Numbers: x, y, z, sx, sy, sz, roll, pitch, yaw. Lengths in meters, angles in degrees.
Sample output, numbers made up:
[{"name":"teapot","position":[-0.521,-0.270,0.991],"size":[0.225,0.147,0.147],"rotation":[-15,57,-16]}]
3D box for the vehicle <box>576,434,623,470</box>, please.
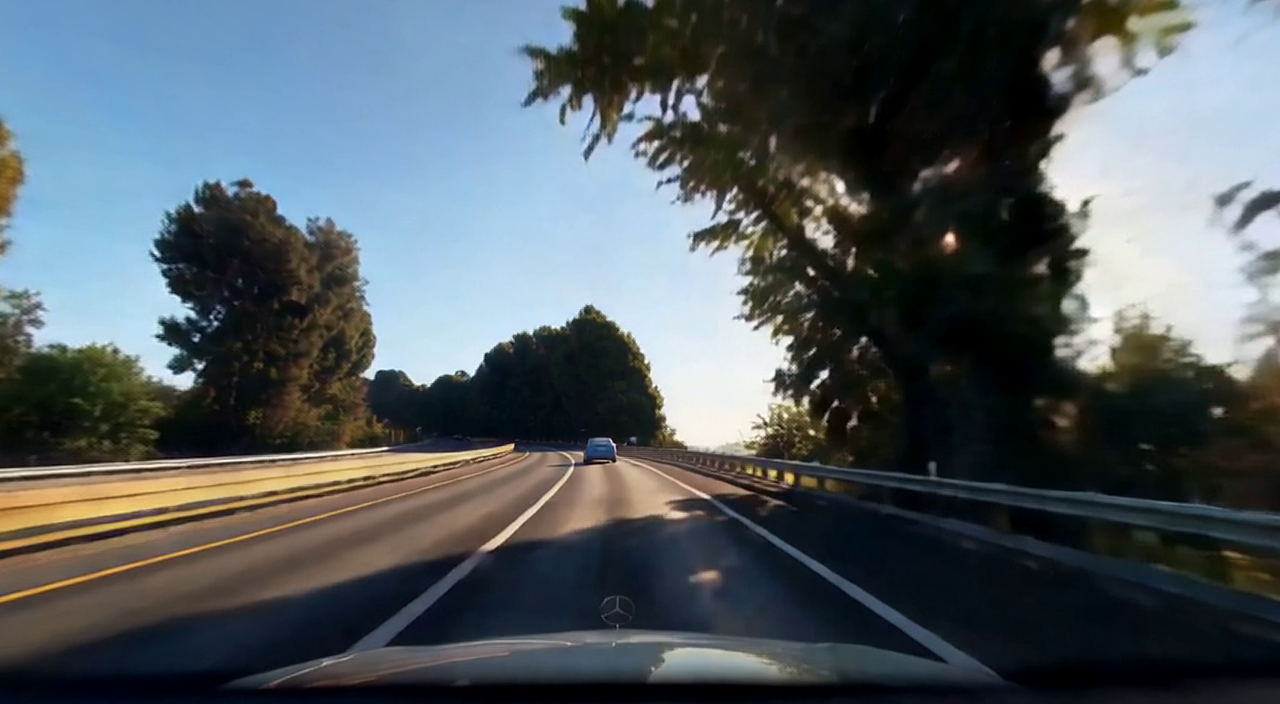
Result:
[{"name":"vehicle","position":[-2.298,5.514,35.036],"size":[2.452,1.857,4.022],"rotation":[0,-8,-5]}]
